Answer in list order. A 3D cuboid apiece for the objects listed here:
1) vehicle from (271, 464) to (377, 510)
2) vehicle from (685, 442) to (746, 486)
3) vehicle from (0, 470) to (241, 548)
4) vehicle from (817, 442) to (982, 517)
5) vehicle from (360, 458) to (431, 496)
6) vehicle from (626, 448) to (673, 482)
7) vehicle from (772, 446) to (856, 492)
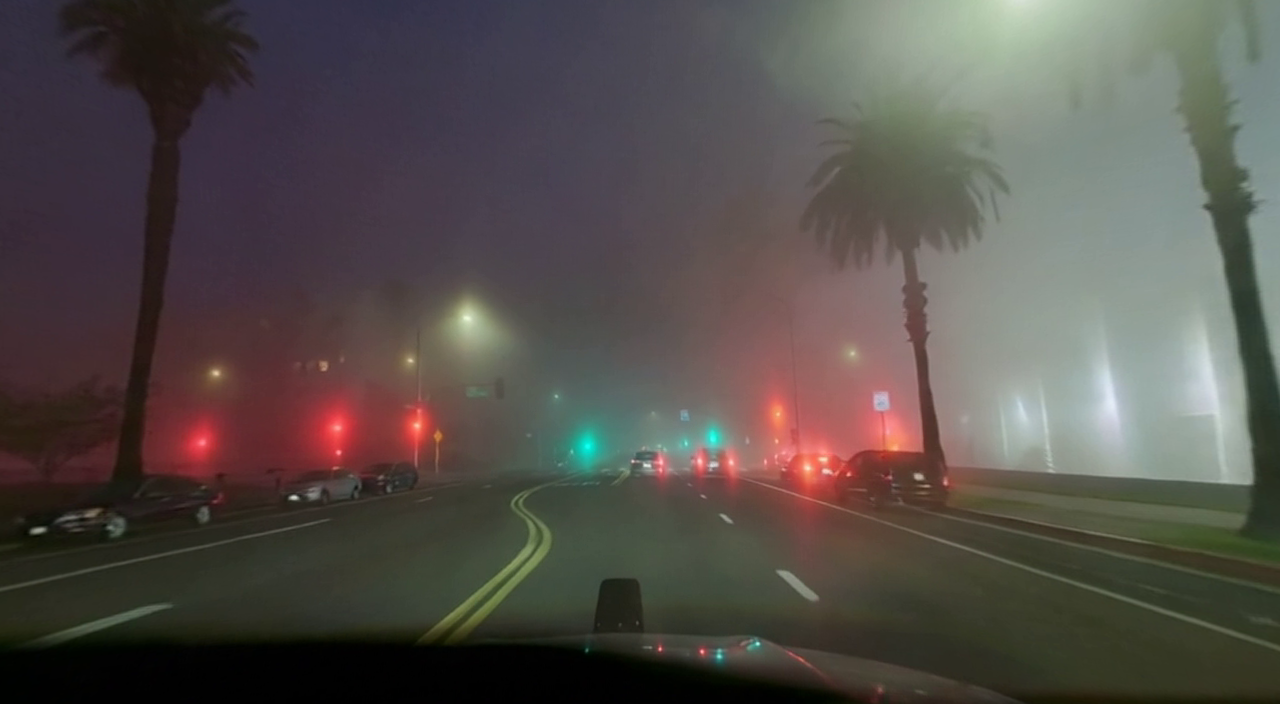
[{"bbox_3d":[-12.162,5.225,24.698,1.978,1.501,4.355,-3,-11,-1],"label":"vehicle"},{"bbox_3d":[3.122,4.747,27.122,2.003,1.702,4.288,0,-8,-1],"label":"vehicle"},{"bbox_3d":[-12.295,3.734,15.418,2.188,1.490,4.511,-3,-12,0],"label":"vehicle"},{"bbox_3d":[6.478,3.213,16.562,2.174,1.643,4.860,0,-8,-1],"label":"vehicle"},{"bbox_3d":[-12.299,6.372,32.124,1.949,1.682,4.094,-3,-11,0],"label":"vehicle"},{"bbox_3d":[0.424,5.372,30.303,2.088,1.452,3.993,0,-8,0],"label":"vehicle"},{"bbox_3d":[6.680,4.519,24.800,2.157,1.640,4.228,0,-8,1],"label":"vehicle"}]
